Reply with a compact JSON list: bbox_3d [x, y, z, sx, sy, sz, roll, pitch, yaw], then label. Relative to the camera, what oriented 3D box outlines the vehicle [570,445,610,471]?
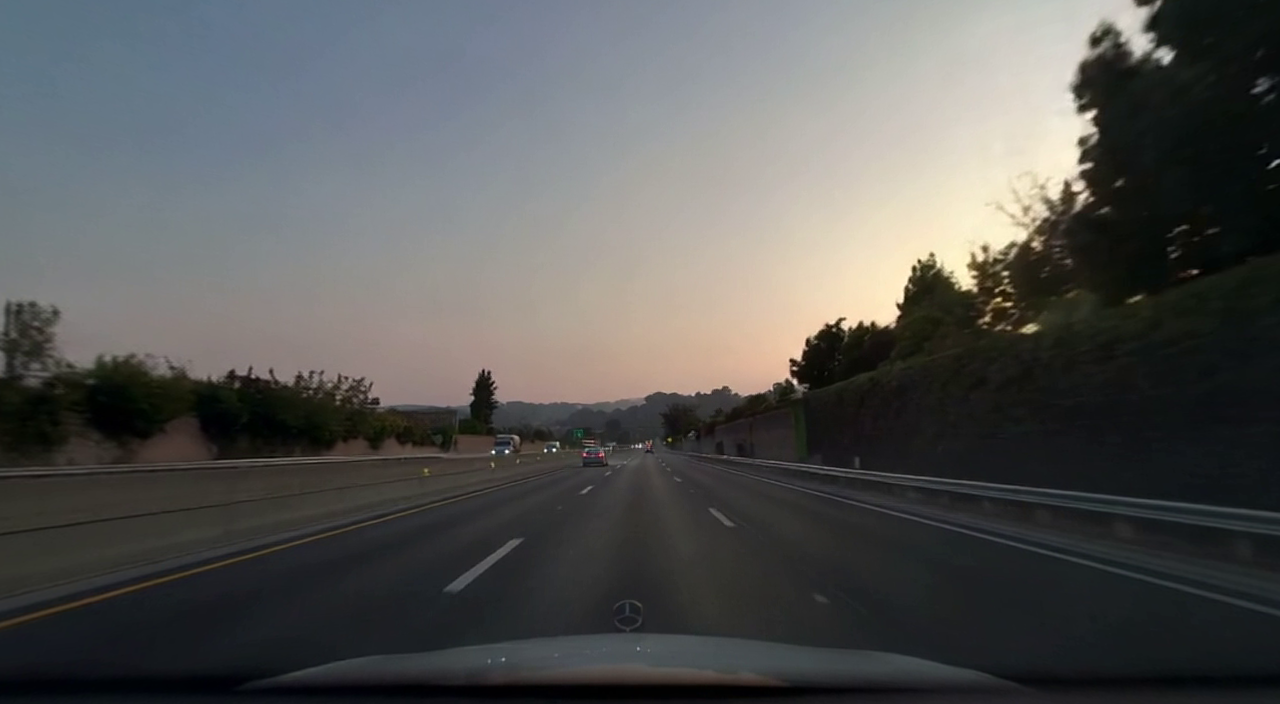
[{"bbox_3d":[-2.935,6.364,37.946,1.991,1.473,4.707,0,-9,0],"label":"vehicle"}]
